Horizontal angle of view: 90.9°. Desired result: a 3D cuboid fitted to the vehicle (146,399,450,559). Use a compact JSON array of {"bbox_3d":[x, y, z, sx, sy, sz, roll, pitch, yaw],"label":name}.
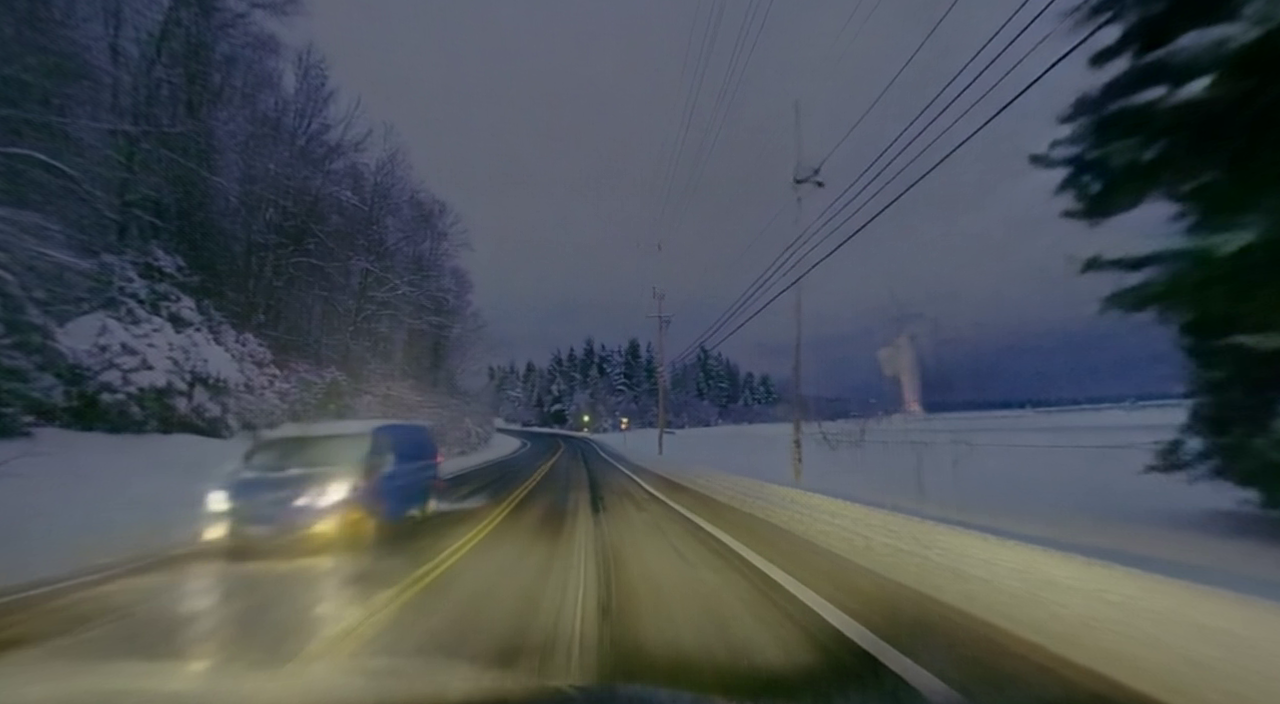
[{"bbox_3d":[-4.811,1.857,9.962,2.213,1.882,4.693,0,-8,-1],"label":"vehicle"}]
